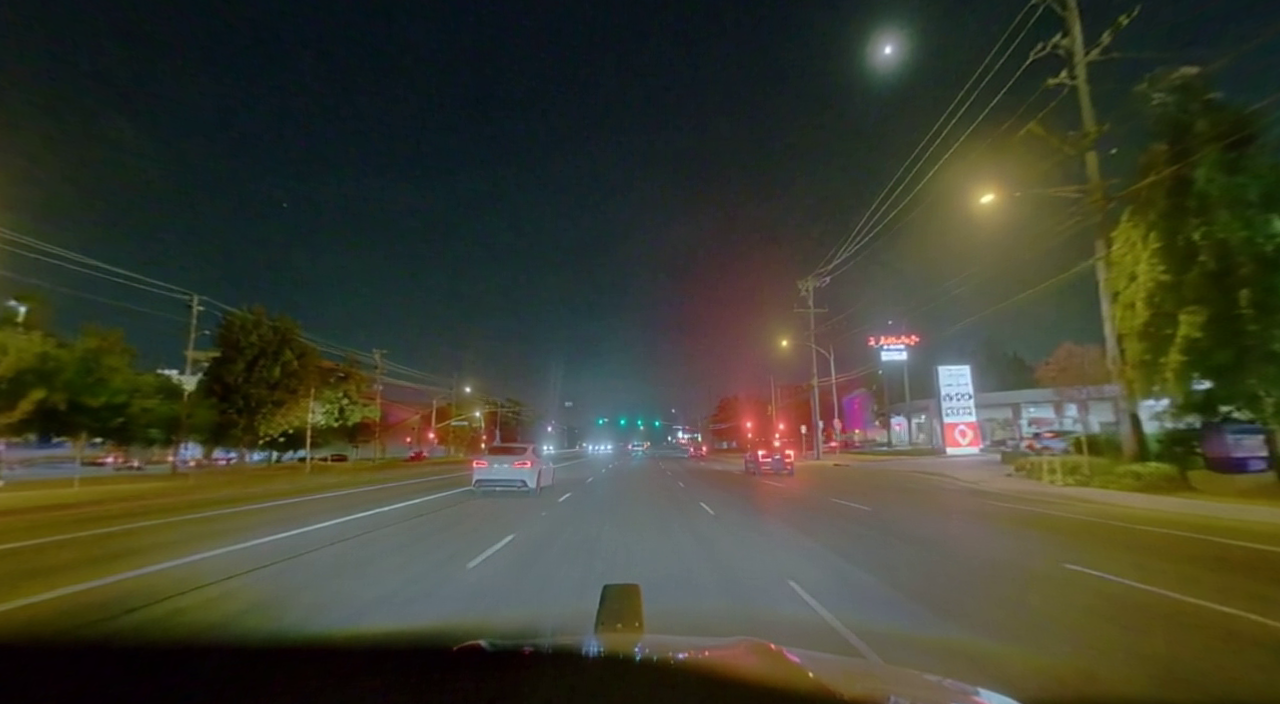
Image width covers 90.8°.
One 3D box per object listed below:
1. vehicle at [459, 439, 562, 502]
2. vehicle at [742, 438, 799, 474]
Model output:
[{"bbox_3d":[-3.318,3.116,17.075,1.837,1.463,4.311,0,-8,0],"label":"vehicle"},{"bbox_3d":[6.613,5.303,32.440,1.945,1.706,4.190,0,-8,-1],"label":"vehicle"}]
